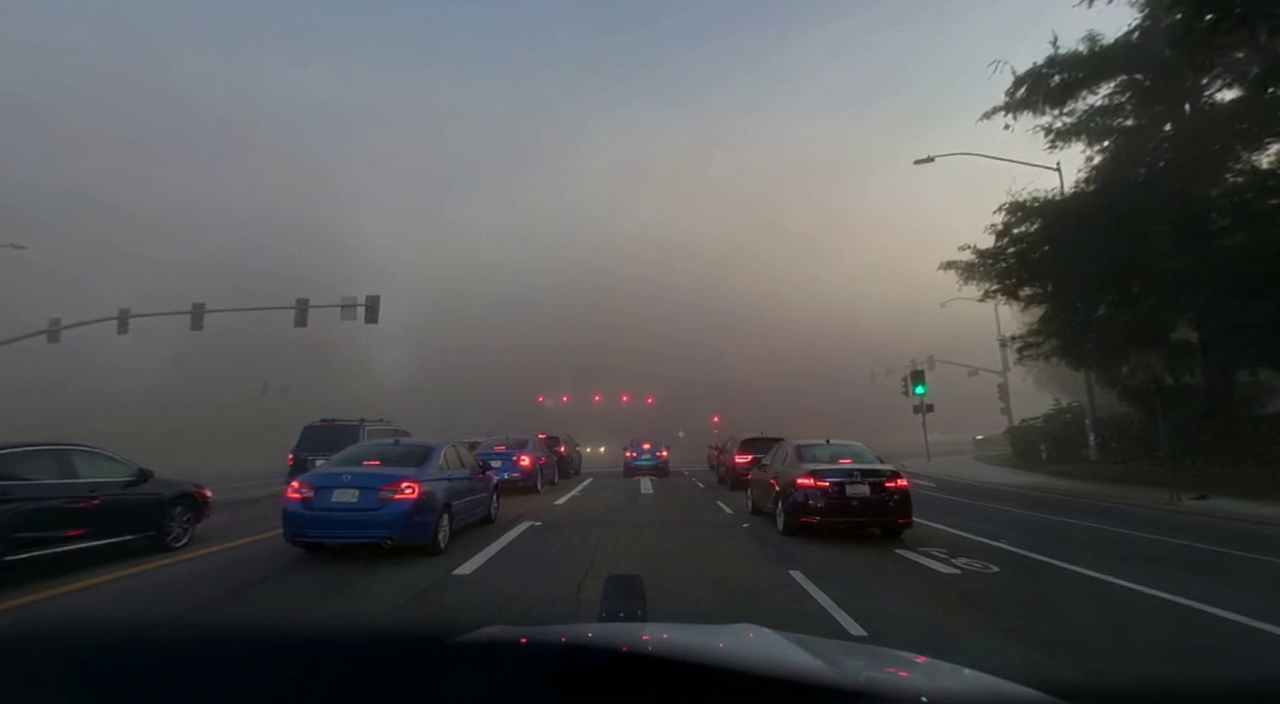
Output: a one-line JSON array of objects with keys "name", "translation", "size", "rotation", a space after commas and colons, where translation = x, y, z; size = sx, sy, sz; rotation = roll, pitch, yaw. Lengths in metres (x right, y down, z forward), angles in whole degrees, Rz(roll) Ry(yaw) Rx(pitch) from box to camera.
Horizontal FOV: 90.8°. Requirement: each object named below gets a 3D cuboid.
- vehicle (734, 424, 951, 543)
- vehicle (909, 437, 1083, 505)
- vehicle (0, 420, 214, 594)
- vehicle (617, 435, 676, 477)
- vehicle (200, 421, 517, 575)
[{"name": "vehicle", "translation": [2.860, 1.985, 10.181], "size": [2.002, 1.474, 4.528], "rotation": [0, -9, 0]}, {"name": "vehicle", "translation": [8.933, 3.005, 16.457], "size": [2.004, 1.499, 4.679], "rotation": [0, -9, 3]}, {"name": "vehicle", "translation": [-6.565, 1.393, 5.810], "size": [2.066, 1.482, 4.547], "rotation": [0, -9, 1]}, {"name": "vehicle", "translation": [0.200, 4.034, 24.701], "size": [2.114, 1.482, 4.056], "rotation": [0, -9, -1]}, {"name": "vehicle", "translation": [-3.188, 1.767, 8.457], "size": [2.139, 1.478, 4.510], "rotation": [0, -9, 0]}]
